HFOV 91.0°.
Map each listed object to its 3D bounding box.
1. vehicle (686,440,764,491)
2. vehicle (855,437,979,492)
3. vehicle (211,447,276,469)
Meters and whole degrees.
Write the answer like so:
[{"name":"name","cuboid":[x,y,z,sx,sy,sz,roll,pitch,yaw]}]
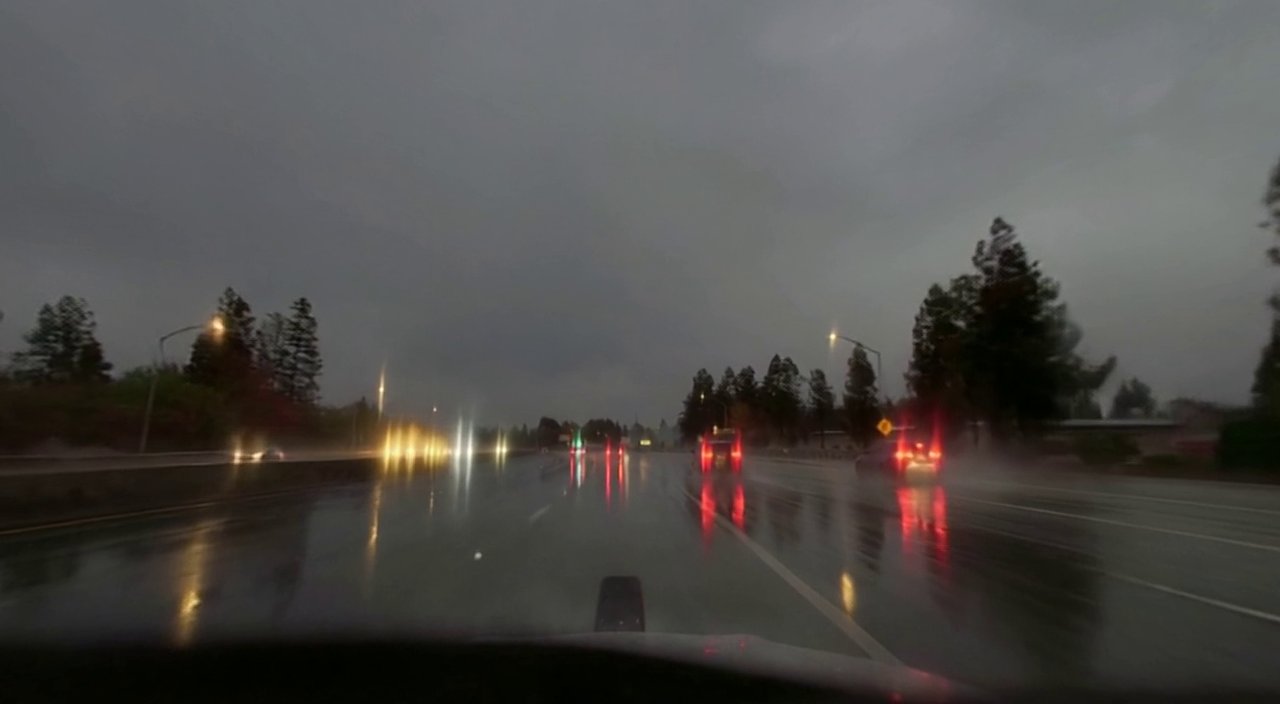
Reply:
[{"name":"vehicle","cuboid":[2.797,3.838,21.568,1.975,1.562,3.823,0,-9,-2]},{"name":"vehicle","cuboid":[9.193,3.773,21.433,1.909,1.634,4.739,0,-9,-2]},{"name":"vehicle","cuboid":[-29.394,7.858,46.838,1.881,1.532,4.734,0,-9,-2]}]
